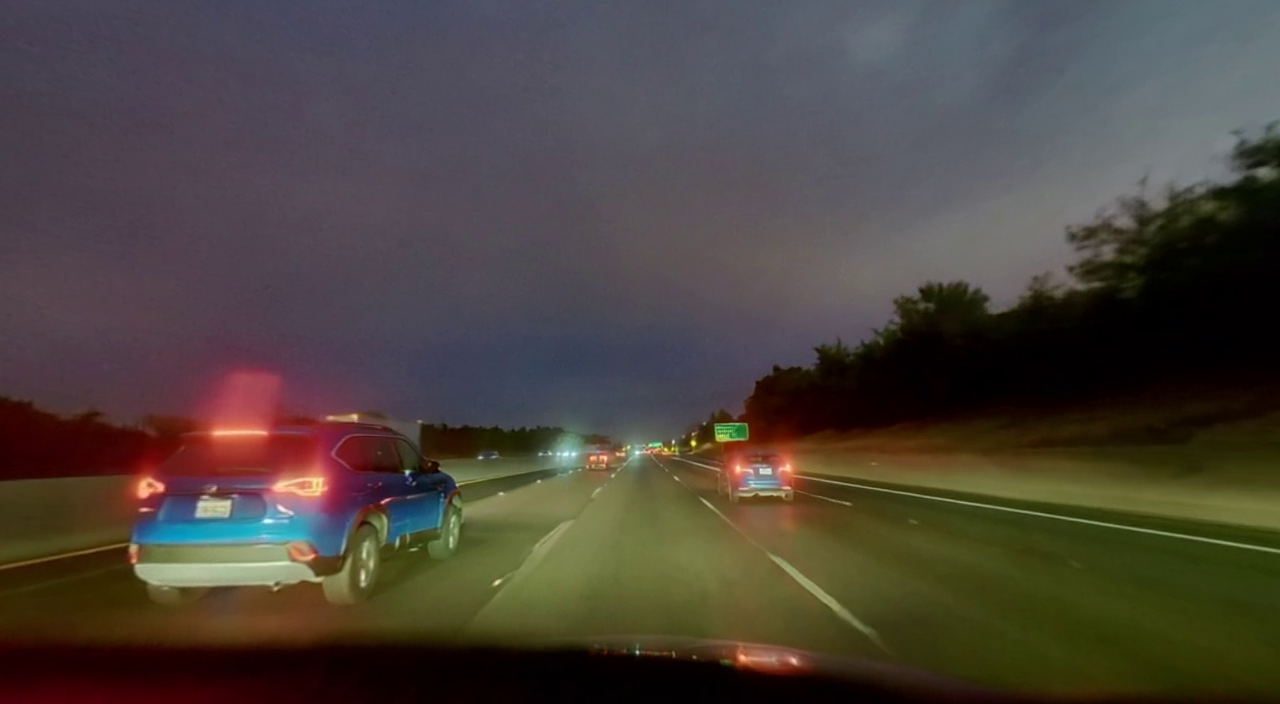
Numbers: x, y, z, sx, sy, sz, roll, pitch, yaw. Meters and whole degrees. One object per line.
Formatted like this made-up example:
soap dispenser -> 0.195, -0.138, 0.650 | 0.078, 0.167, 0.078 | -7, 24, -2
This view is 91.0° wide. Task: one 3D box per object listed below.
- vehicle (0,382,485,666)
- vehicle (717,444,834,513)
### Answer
vehicle -> -3.178, 1.398, 6.217 | 2.137, 1.756, 4.453 | 0, -9, 0
vehicle -> 3.228, 3.087, 15.918 | 1.979, 1.486, 4.125 | 0, -9, -1
